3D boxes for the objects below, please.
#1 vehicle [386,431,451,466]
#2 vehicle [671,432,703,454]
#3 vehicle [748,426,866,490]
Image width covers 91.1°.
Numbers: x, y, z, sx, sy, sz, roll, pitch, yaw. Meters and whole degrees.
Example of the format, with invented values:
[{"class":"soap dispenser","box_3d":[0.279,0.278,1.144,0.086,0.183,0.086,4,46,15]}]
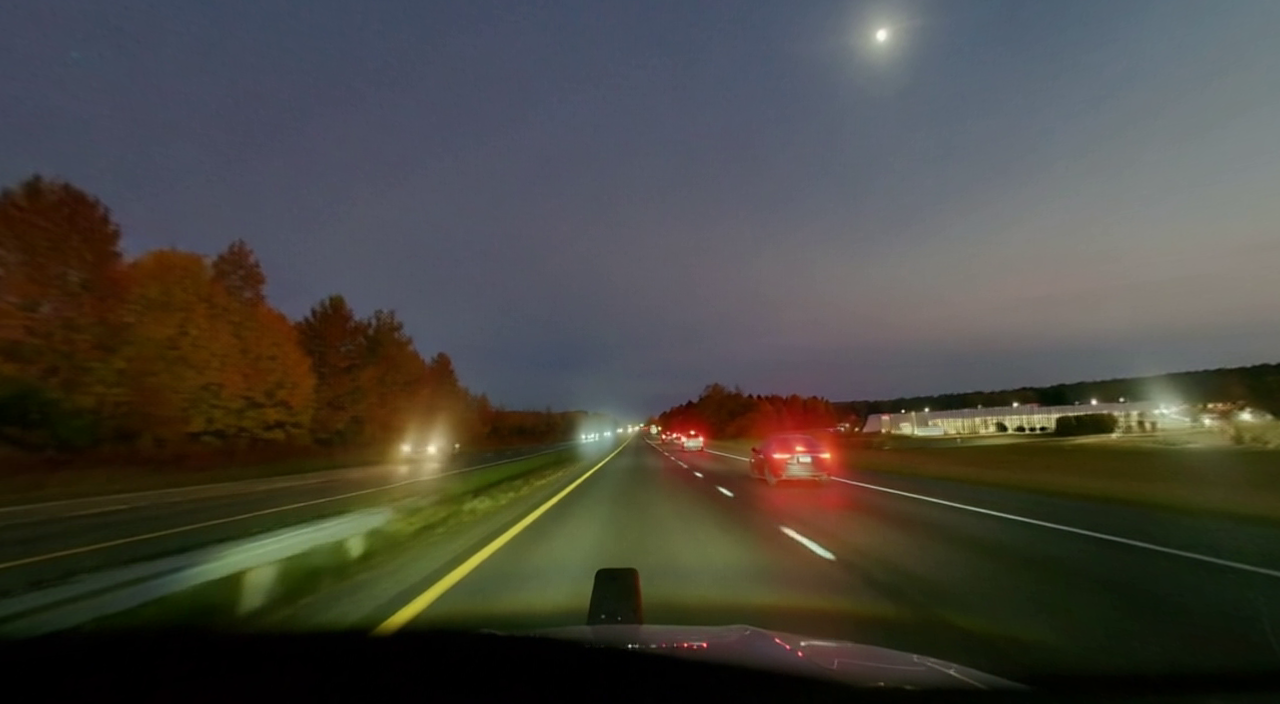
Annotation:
[{"class":"vehicle","box_3d":[-12.253,5.366,35.084,1.987,1.778,4.437,0,-8,0]},{"class":"vehicle","box_3d":[3.505,6.904,47.717,2.057,1.540,4.158,0,-8,-1]},{"class":"vehicle","box_3d":[4.411,2.863,17.351,2.024,1.516,4.197,0,-8,-1]}]
